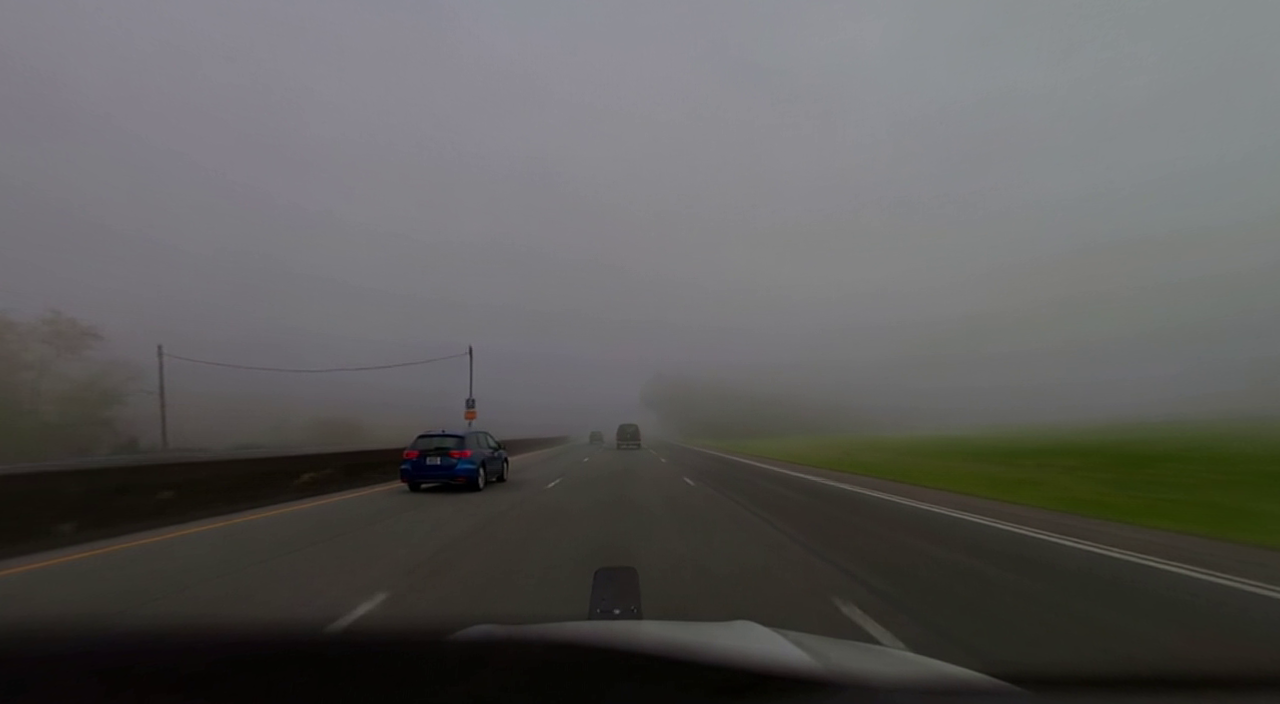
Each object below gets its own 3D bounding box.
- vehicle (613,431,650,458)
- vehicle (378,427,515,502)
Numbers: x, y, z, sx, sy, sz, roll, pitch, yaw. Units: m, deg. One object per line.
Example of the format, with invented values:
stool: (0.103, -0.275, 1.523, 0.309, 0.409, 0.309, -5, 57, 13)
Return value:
vehicle: (-0.545, 5.806, 39.622, 2.162, 1.616, 4.242, 0, -8, -1)
vehicle: (-4.310, 2.551, 14.784, 1.931, 1.483, 4.105, 0, -8, 0)
